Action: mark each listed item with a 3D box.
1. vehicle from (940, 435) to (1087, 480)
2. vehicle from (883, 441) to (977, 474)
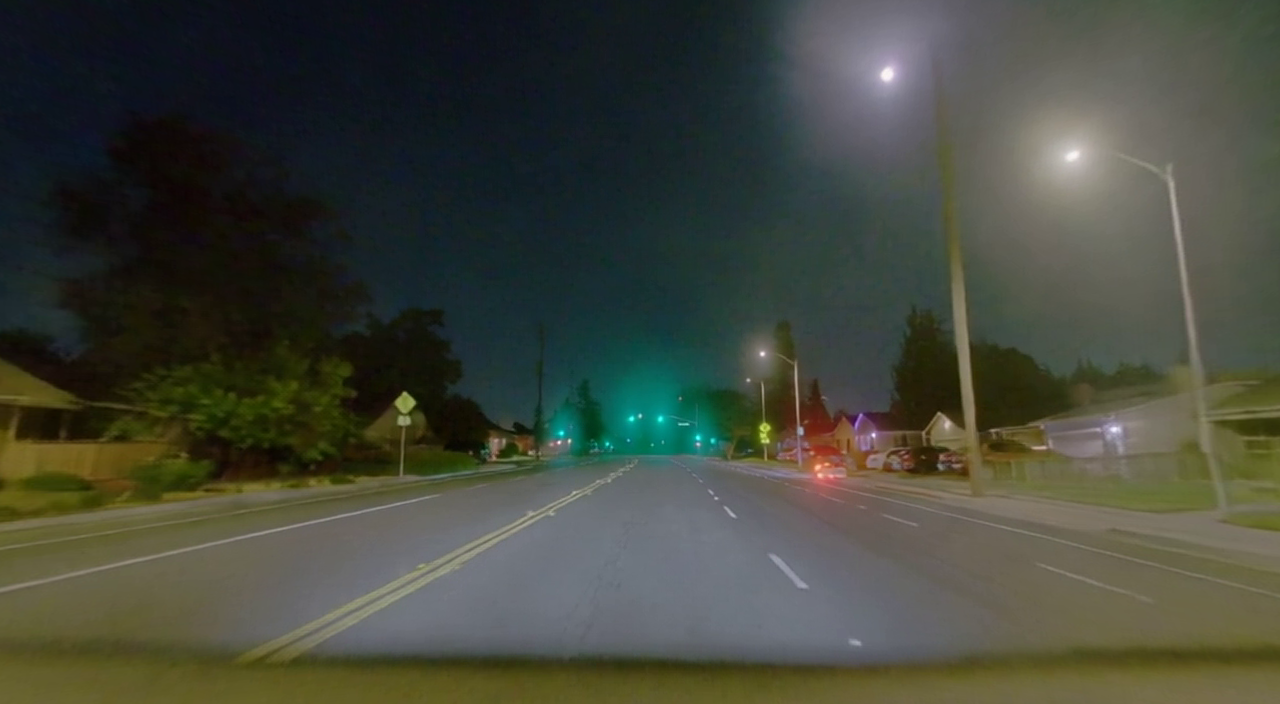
[{"bbox_3d":[15.716,4.469,26.817,4.854,1.803,2.179,0,-9,-3],"label":"vehicle"},{"bbox_3d":[16.212,5.899,35.430,4.234,1.491,1.940,-4,-7,2],"label":"vehicle"}]
